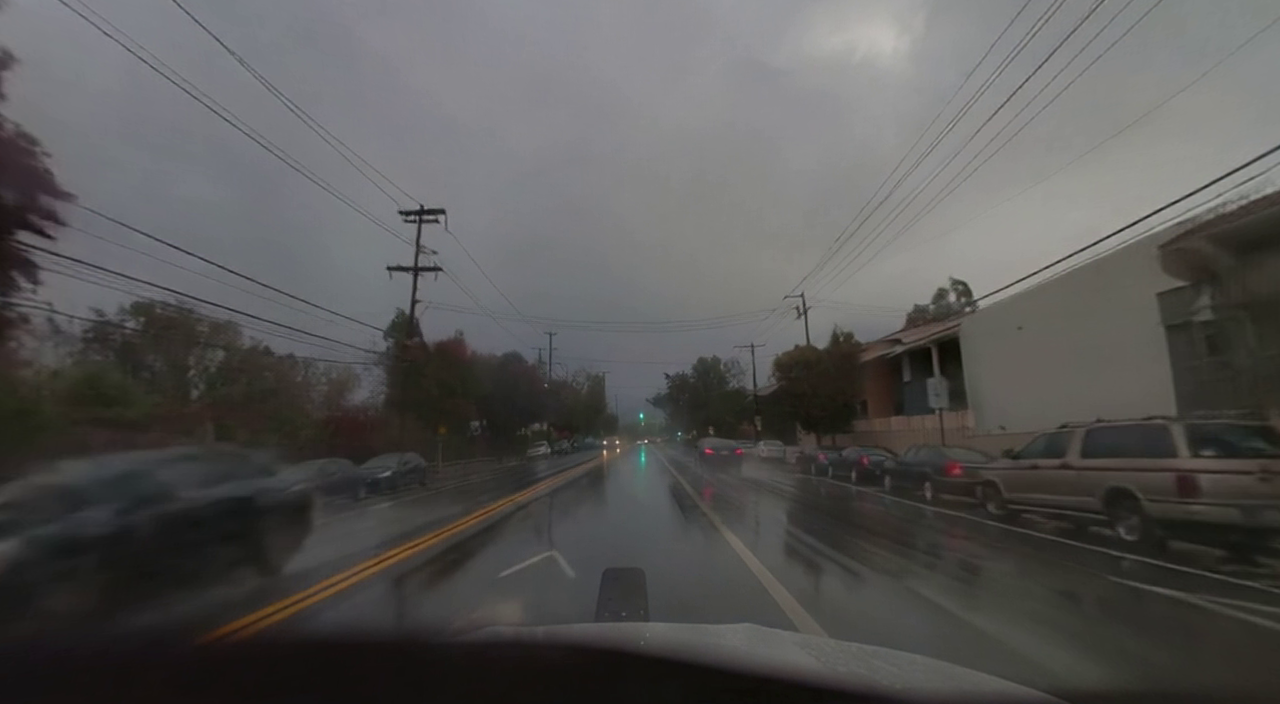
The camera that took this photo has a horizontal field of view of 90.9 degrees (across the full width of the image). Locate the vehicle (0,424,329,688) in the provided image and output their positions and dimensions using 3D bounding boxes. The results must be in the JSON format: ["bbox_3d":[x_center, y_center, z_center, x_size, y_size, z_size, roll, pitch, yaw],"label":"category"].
[{"bbox_3d":[-4.881,1.506,5.639,2.010,1.588,4.186,0,-8,1],"label":"vehicle"}]

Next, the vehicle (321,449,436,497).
[{"bbox_3d":[-9.253,4.280,22.827,2.117,1.474,4.740,0,-8,0],"label":"vehicle"}]

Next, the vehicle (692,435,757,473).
[{"bbox_3d":[3.582,4.420,27.595,2.059,1.489,4.629,0,-8,-1],"label":"vehicle"}]

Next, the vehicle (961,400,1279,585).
[{"bbox_3d":[7.667,1.910,9.729,2.250,1.935,6.052,0,-8,0],"label":"vehicle"}]
